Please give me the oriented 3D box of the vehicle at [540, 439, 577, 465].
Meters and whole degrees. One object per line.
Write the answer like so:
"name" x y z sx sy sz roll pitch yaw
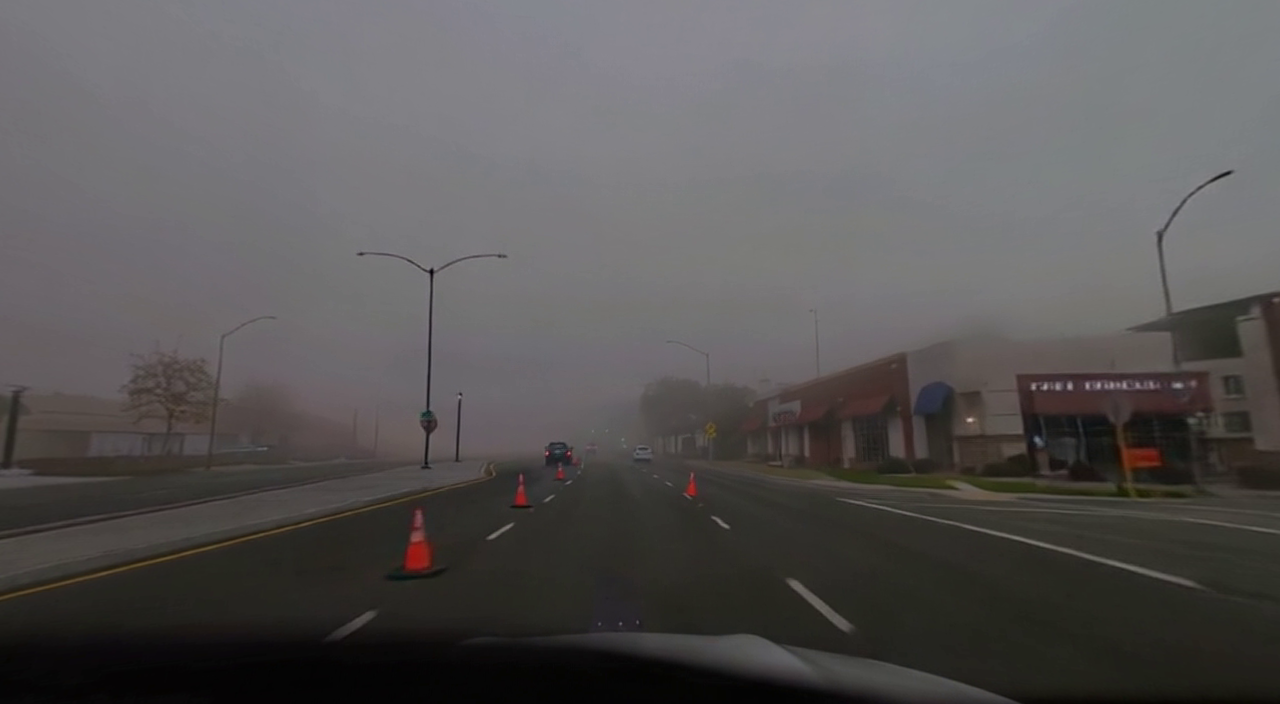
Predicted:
"vehicle" -5.596 6.935 43.992 2.381 1.721 4.186 1 -9 -5
